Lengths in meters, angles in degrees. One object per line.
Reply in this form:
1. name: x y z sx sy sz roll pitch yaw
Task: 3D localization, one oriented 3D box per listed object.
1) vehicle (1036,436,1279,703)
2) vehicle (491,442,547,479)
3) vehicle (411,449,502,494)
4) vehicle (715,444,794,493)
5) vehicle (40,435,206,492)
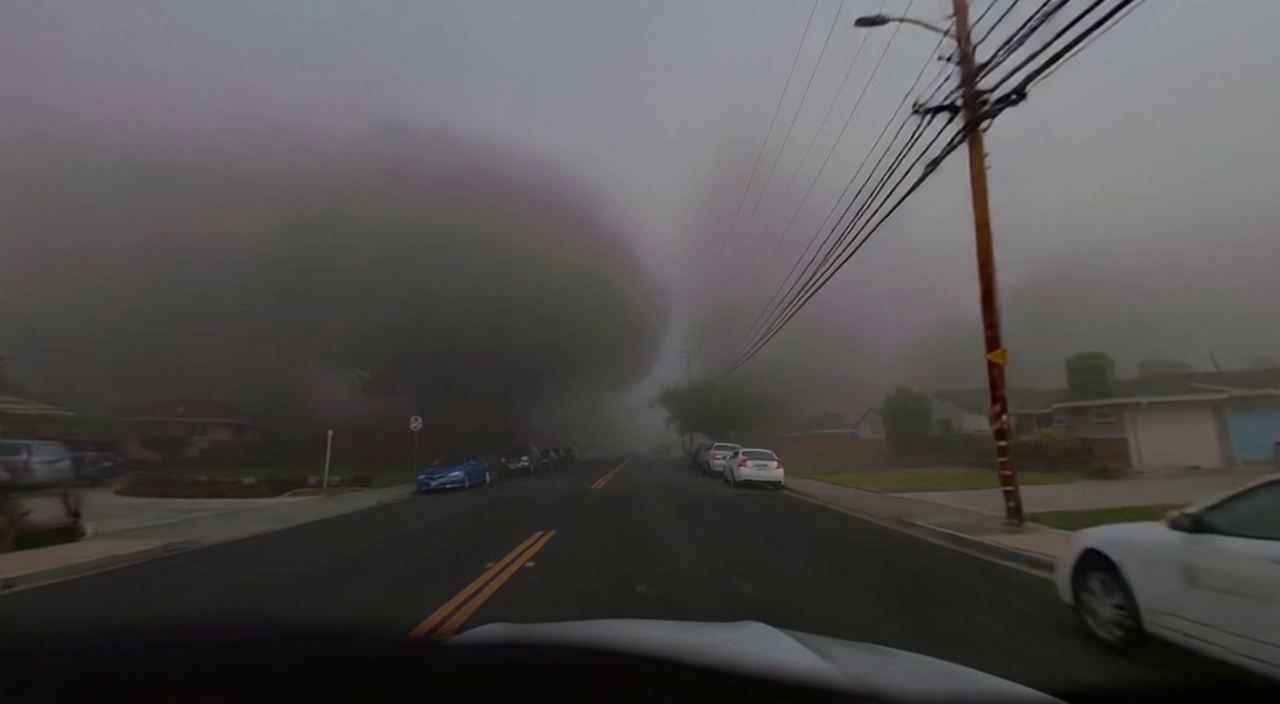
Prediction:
1. vehicle: 3.778 1.037 2.417 1.782 1.439 4.037 0 -9 -2
2. vehicle: -6.324 5.731 33.636 2.031 1.799 4.587 0 -9 0
3. vehicle: -6.472 4.257 22.879 2.031 1.454 4.410 0 -9 -1
4. vehicle: 3.658 3.802 20.945 1.763 1.432 4.323 0 -9 -1
5. vehicle: -17.830 3.869 22.152 1.925 1.750 4.489 0 -9 1
